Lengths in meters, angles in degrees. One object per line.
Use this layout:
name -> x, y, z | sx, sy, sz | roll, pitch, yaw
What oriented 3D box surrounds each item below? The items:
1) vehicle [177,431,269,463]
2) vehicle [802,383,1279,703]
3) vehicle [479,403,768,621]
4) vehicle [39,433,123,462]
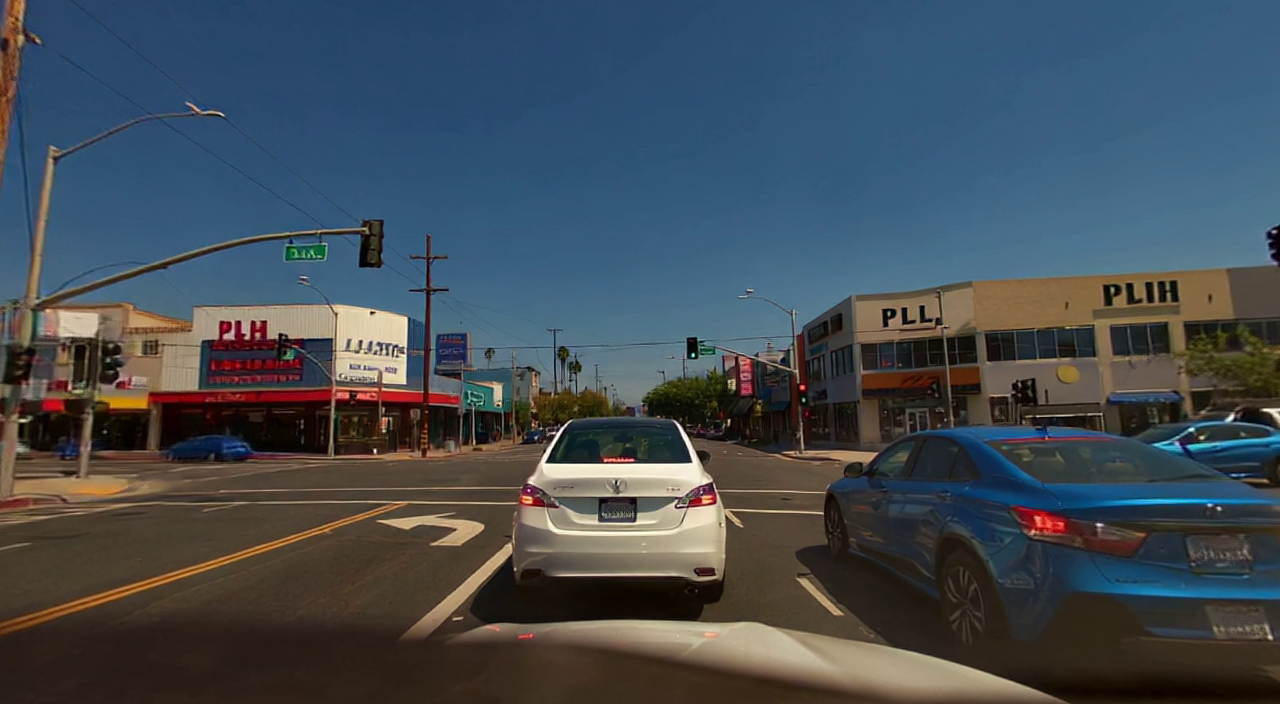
vehicle -> -25.099, 5.717, 37.984 | 5.003, 1.799, 2.066 | -4, -9, 23
vehicle -> 3.030, 1.307, 5.443 | 1.983, 1.654, 4.354 | 0, -8, -2
vehicle -> -0.141, 1.525, 7.077 | 2.123, 1.589, 4.702 | 0, -8, 0
vehicle -> -33.224, 5.674, 37.527 | 4.253, 1.570, 2.132 | -4, -9, 26
